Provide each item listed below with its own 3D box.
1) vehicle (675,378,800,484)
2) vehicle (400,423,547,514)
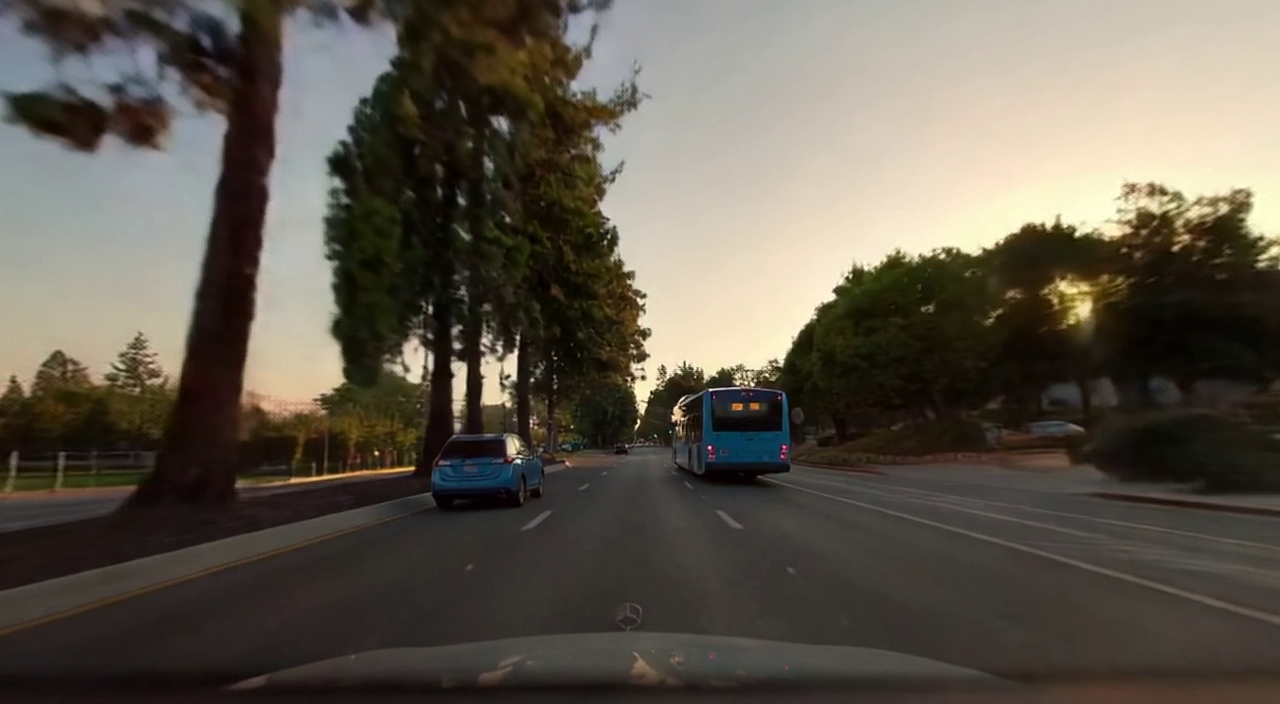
[{"bbox_3d":[3.384,3.385,25.977,3.072,3.278,12.747,0,-8,0],"label":"vehicle"},{"bbox_3d":[-3.586,2.594,14.480,2.111,1.767,4.333,0,-8,1],"label":"vehicle"}]
